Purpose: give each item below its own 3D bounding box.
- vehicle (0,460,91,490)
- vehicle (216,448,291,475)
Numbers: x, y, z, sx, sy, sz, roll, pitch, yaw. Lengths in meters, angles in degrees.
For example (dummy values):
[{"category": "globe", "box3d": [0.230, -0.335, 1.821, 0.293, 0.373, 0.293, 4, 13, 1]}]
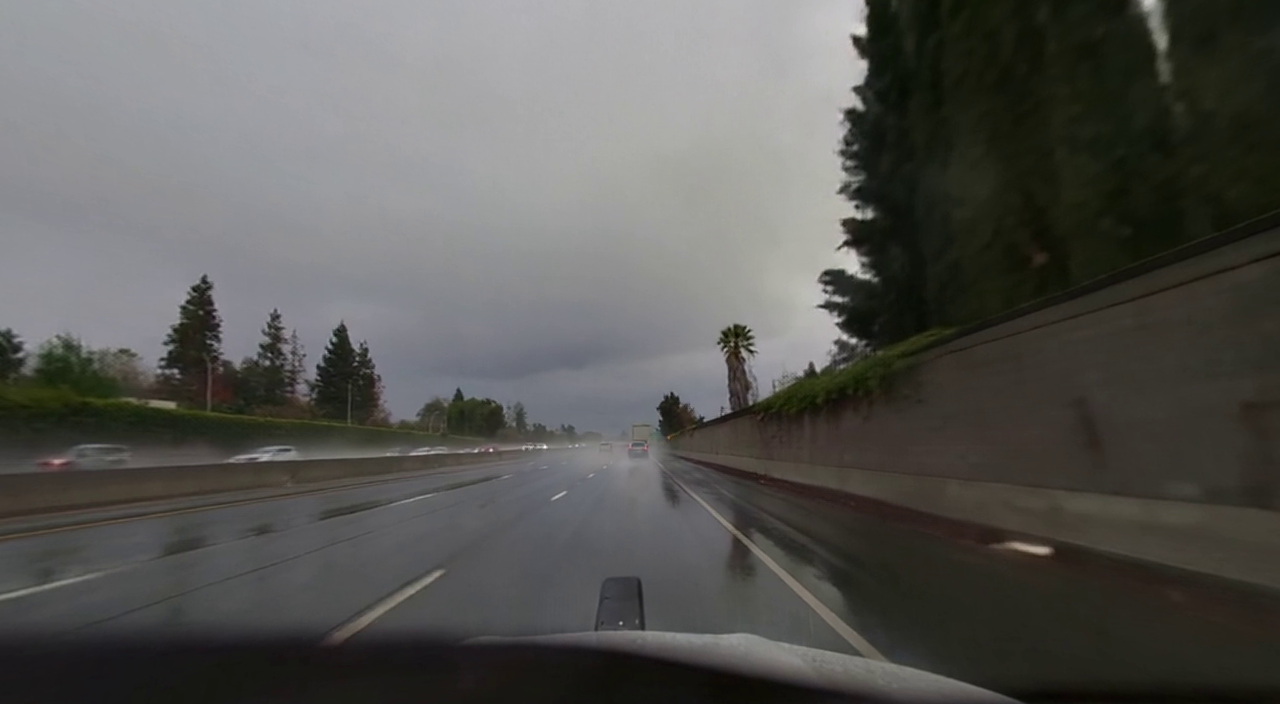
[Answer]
[{"category": "vehicle", "box3d": [-33.360, 6.753, 34.919, 1.804, 1.475, 4.380, 0, -9, 0]}, {"category": "vehicle", "box3d": [-26.143, 7.395, 42.803, 2.050, 1.749, 4.770, 0, -9, 1]}]
